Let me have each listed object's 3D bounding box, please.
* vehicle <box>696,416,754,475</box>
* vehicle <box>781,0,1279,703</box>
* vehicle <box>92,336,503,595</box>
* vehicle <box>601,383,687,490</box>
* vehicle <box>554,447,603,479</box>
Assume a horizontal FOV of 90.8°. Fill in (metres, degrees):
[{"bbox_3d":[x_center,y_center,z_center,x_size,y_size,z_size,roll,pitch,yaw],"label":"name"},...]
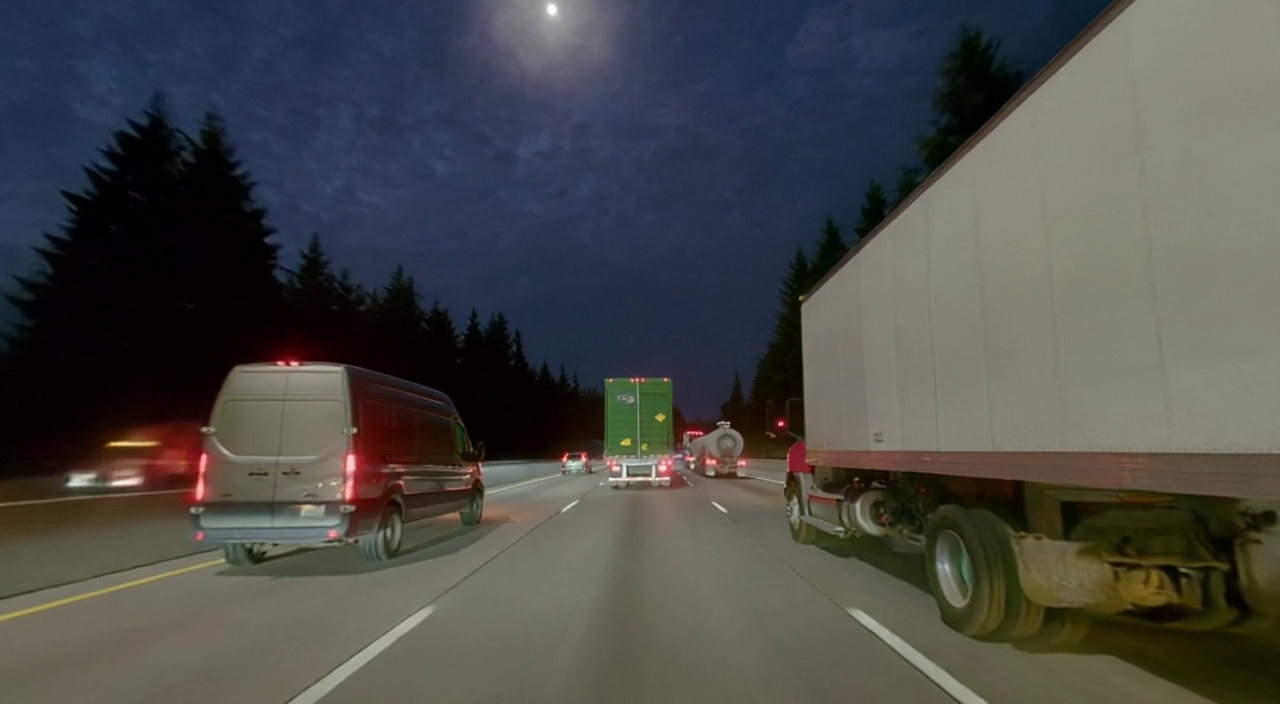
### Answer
[{"bbox_3d":[5.651,6.546,43.871,2.706,3.500,11.483,0,-9,1],"label":"vehicle"},{"bbox_3d":[4.349,0.205,6.178,3.139,4.152,11.915,0,-9,0],"label":"vehicle"},{"bbox_3d":[-4.088,1.600,9.487,2.525,2.572,6.260,0,-9,1],"label":"vehicle"},{"bbox_3d":[0.060,3.468,25.137,2.773,3.455,9.118,0,-9,-1],"label":"vehicle"},{"bbox_3d":[-3.342,6.127,35.084,2.134,1.652,4.439,0,-9,2],"label":"vehicle"}]
